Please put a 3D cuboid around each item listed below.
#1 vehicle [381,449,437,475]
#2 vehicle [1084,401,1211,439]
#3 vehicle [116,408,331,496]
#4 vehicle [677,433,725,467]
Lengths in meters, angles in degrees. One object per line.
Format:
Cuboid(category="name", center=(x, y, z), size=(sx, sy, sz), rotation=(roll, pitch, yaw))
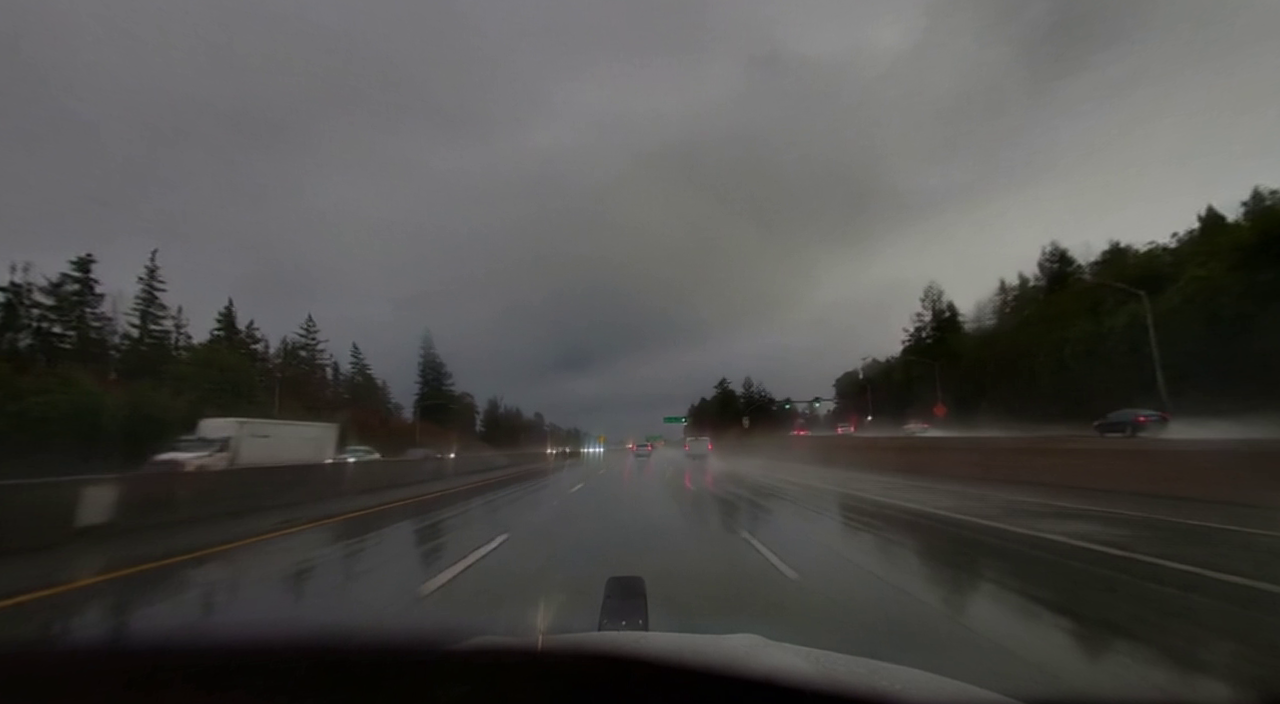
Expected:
Cuboid(category="vehicle", center=(-14.520, 6.925, 39.845), size=(1.844, 1.496, 4.305), rotation=(-1, -8, 1))
Cuboid(category="vehicle", center=(21.472, 2.974, 26.973), size=(1.872, 1.459, 4.502), rotation=(-1, -8, 3))
Cuboid(category="vehicle", center=(-18.842, 4.690, 29.935), size=(2.974, 3.380, 10.472), rotation=(-1, -9, 1))
Cuboid(category="vehicle", center=(3.958, 6.476, 41.743), size=(2.505, 2.020, 5.532), rotation=(0, -8, -1))
